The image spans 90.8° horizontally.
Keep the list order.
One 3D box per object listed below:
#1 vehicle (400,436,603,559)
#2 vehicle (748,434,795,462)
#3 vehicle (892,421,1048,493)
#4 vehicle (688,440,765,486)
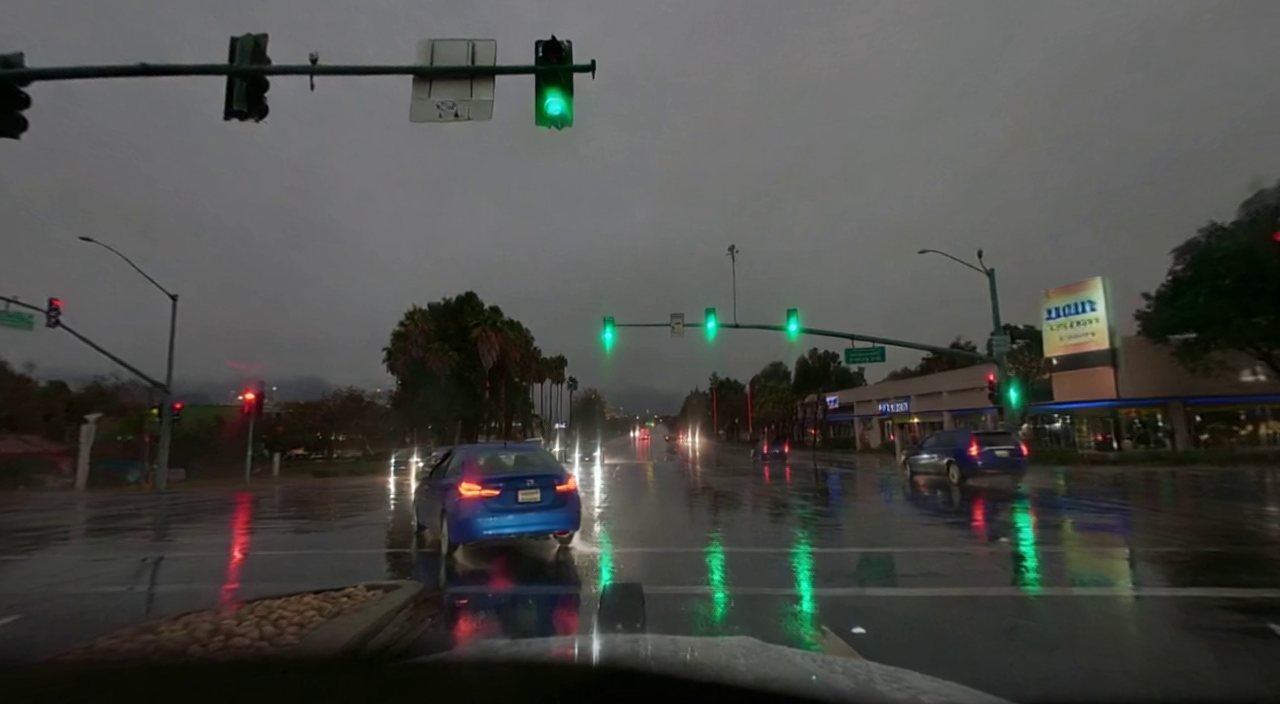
[{"bbox_3d":[-2.410,2.116,10.065,2.089,1.471,4.206,4,-10,-27],"label":"vehicle"},{"bbox_3d":[9.344,6.886,45.354,2.027,1.848,5.158,1,-9,-3],"label":"vehicle"},{"bbox_3d":[9.624,3.110,19.006,2.059,1.859,4.690,0,-8,-1],"label":"vehicle"},{"bbox_3d":[2.922,3.852,22.309,1.977,1.449,4.254,0,-8,-2],"label":"vehicle"}]
